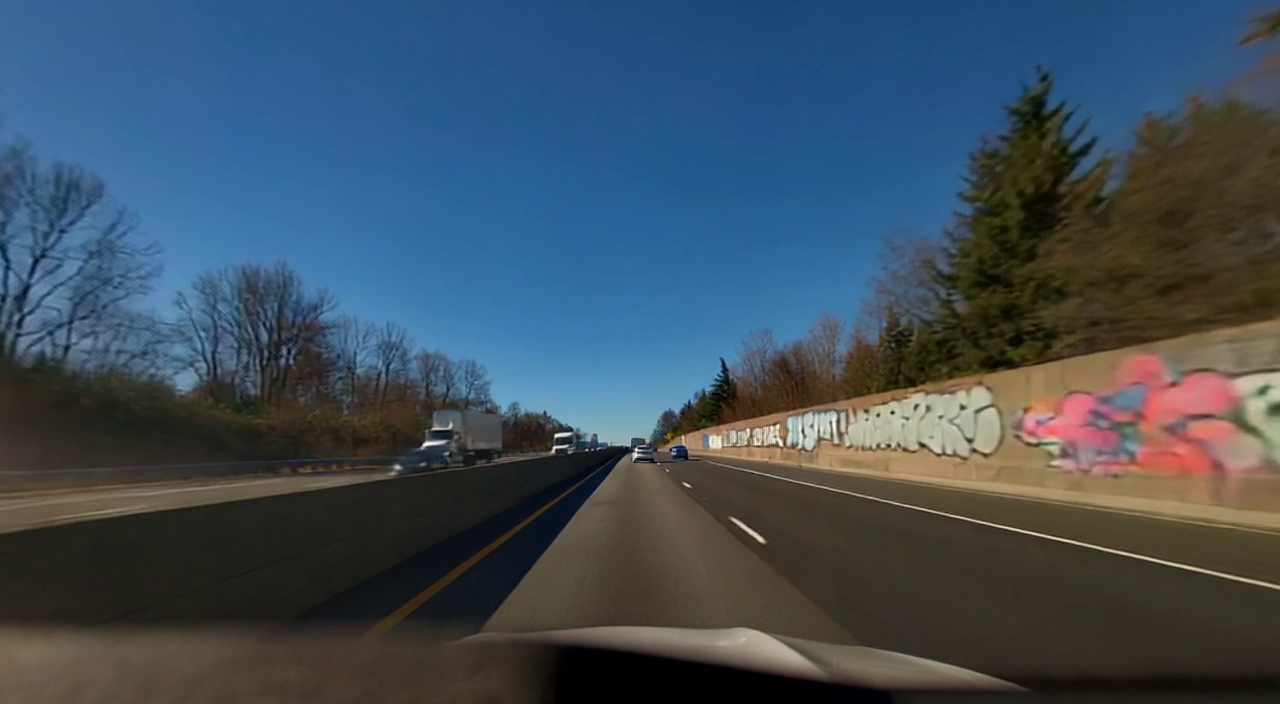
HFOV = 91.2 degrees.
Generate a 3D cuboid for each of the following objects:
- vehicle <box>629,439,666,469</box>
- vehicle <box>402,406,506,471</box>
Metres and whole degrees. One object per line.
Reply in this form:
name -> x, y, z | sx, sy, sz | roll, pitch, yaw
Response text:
vehicle -> 0.400, 6.175, 37.967 | 2.095, 1.671, 4.219 | 0, -9, -1
vehicle -> -13.365, 6.573, 46.953 | 3.286, 4.083, 14.078 | -1, -9, 1
